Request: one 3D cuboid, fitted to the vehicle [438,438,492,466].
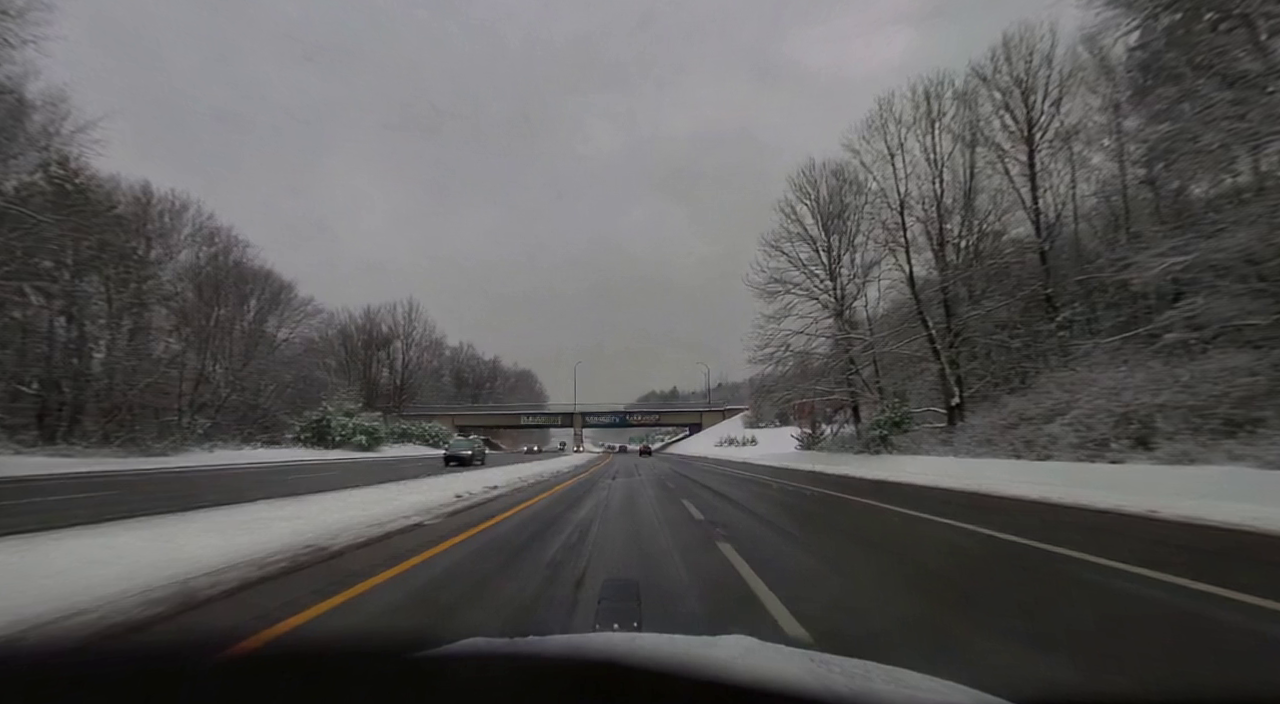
[{"bbox_3d":[-10.063,5.793,36.358,1.910,1.528,4.245,0,-9,-1],"label":"vehicle"}]
